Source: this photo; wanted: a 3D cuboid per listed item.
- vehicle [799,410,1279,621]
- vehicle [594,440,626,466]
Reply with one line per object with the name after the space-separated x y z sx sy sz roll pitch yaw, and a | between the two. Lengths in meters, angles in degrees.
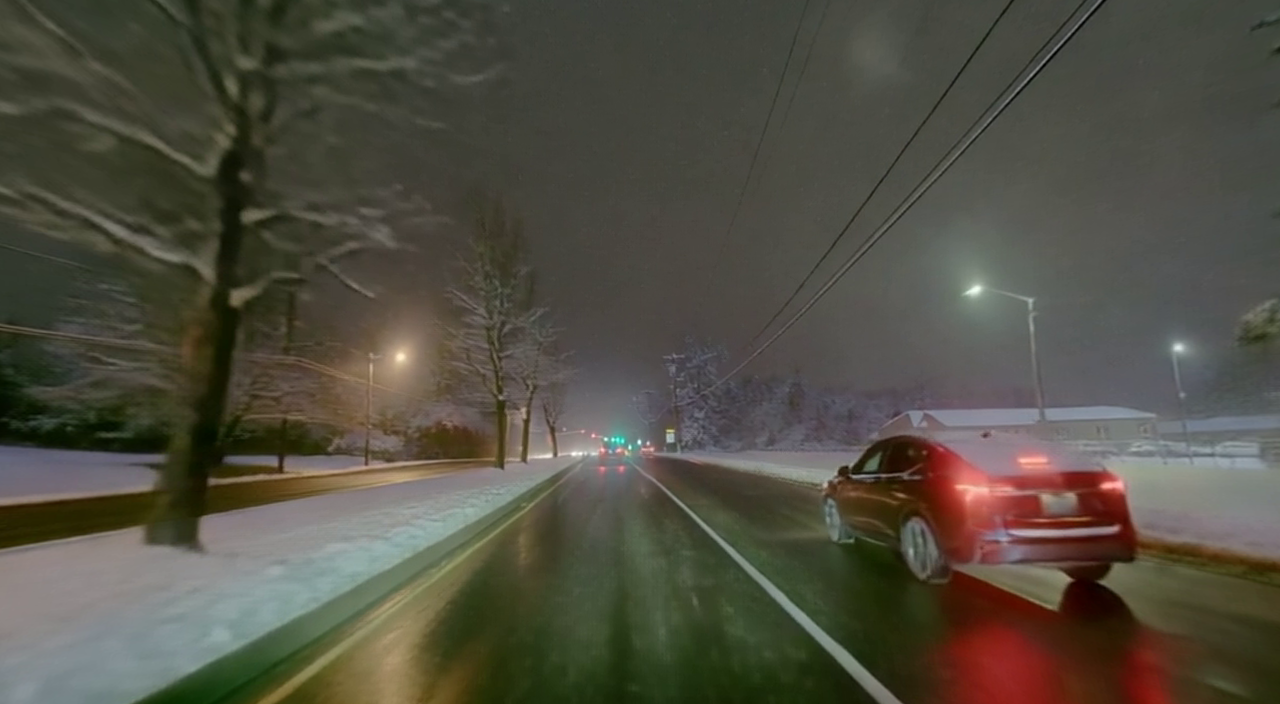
3.734 1.635 7.367 2.235 1.597 4.918 0 -9 -3 | vehicle
-2.229 7.259 45.334 2.189 1.776 4.342 1 -9 -4 | vehicle
